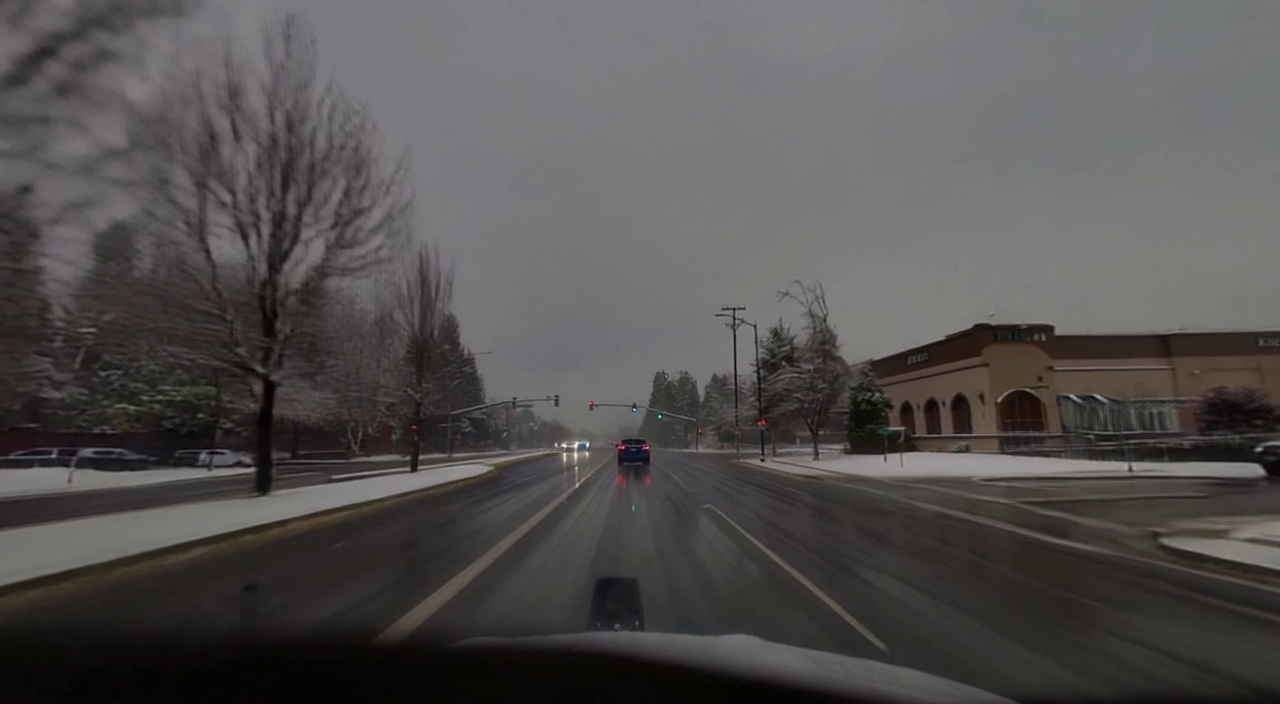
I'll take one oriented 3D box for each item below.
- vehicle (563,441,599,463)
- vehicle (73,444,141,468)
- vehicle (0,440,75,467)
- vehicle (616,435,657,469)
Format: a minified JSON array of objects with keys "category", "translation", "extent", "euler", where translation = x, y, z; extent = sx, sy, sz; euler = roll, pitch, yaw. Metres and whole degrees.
[{"category":"vehicle","translation":[-4.056,6.907,43.766],"extent":[2.075,1.474,4.367],"euler":[0,-9,0]},{"category":"vehicle","translation":[-39.862,7.783,47.431],"extent":[2.271,1.687,4.754],"euler":[3,-9,-19]},{"category":"vehicle","translation":[-47.690,7.940,49.430],"extent":[2.427,1.959,5.505],"euler":[1,-9,-8]},{"category":"vehicle","translation":[-0.238,5.547,35.231],"extent":[2.188,1.782,3.982],"euler":[0,-9,-1]}]
